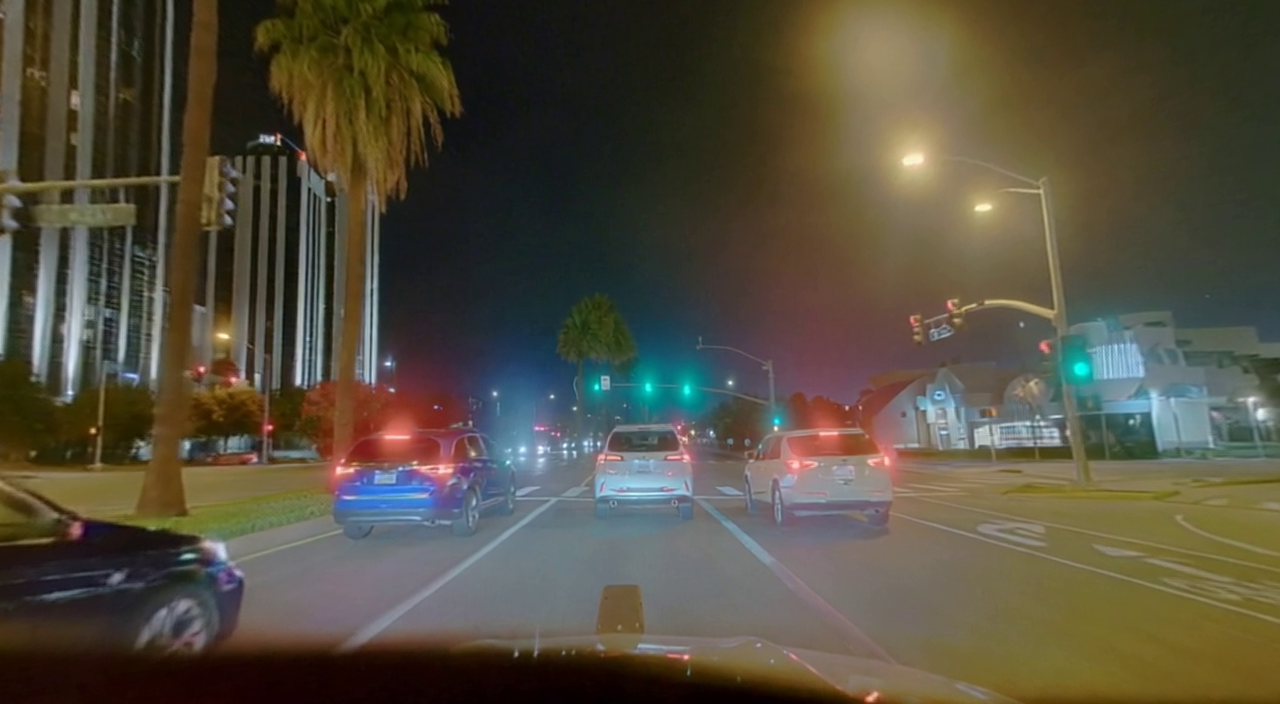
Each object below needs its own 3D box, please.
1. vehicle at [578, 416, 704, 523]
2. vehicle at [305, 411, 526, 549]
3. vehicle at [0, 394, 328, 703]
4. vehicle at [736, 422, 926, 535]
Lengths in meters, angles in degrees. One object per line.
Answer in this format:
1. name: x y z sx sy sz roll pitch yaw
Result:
1. vehicle: 0.016 2.247 12.517 2.060 1.730 4.257 0 -8 0
2. vehicle: -3.197 1.917 10.019 1.938 1.713 4.048 0 -9 1
3. vehicle: -3.209 0.888 2.125 1.962 1.480 4.605 0 -9 0
4. vehicle: 3.008 2.081 10.938 1.936 1.567 3.896 0 -9 -2
